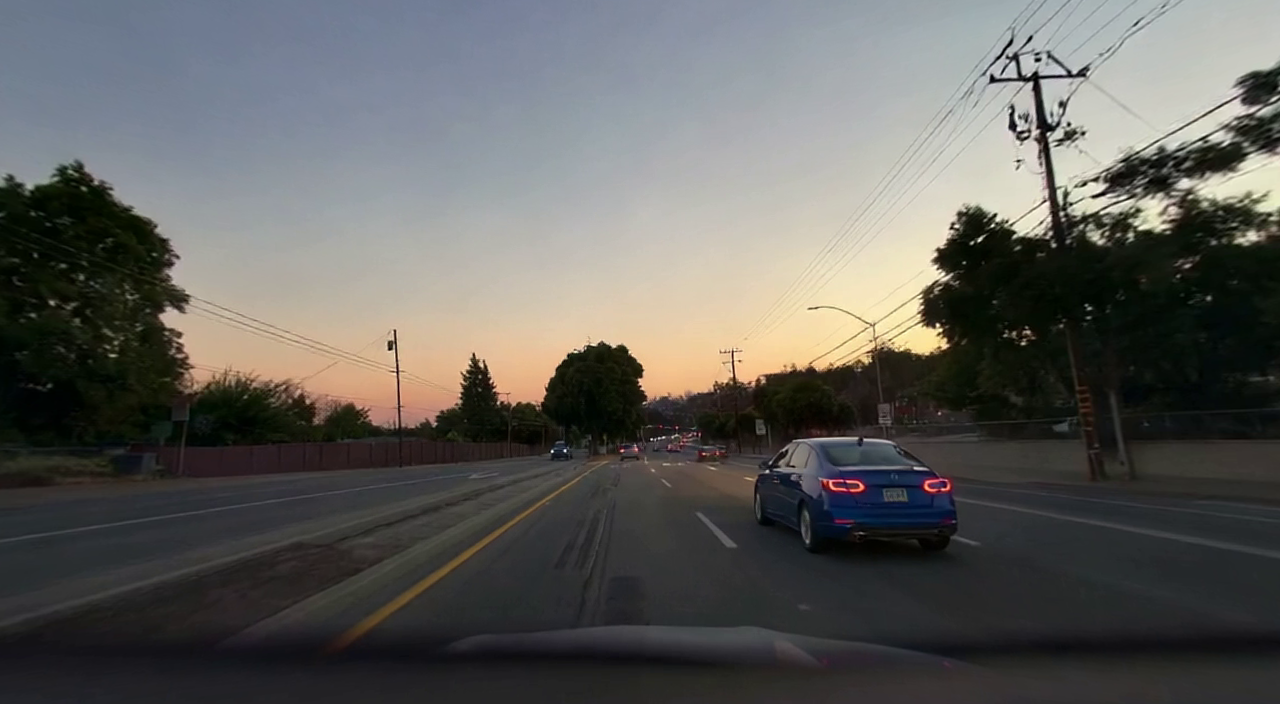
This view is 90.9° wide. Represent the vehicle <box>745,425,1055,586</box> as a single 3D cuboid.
[{"bbox_3d":[2.781,1.741,8.052,2.063,1.481,4.247,0,-8,-1],"label":"vehicle"}]
